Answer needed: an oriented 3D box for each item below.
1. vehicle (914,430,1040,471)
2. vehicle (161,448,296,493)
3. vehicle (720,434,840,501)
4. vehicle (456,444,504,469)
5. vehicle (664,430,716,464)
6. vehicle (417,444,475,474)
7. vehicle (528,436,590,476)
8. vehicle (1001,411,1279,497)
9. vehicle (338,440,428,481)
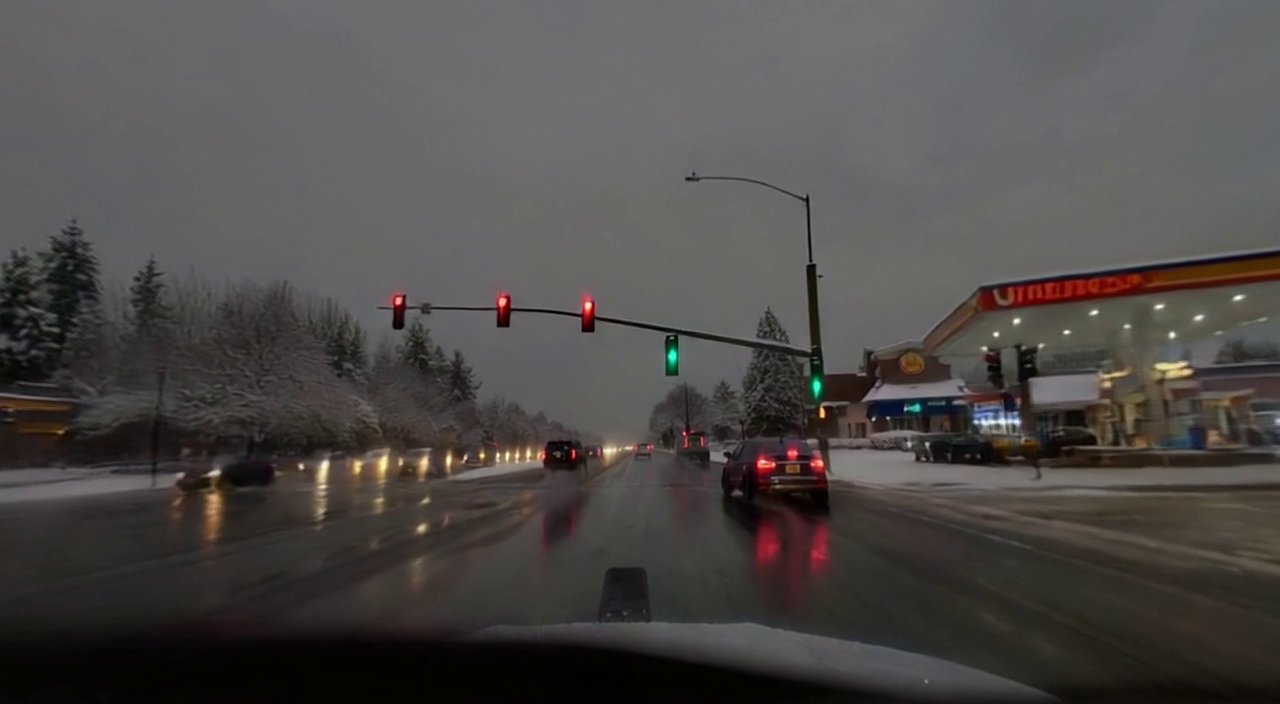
[{"bbox_3d":[17.375,5.078,33.091,2.766,1.917,6.394,0,-7,-4],"label":"vehicle"},{"bbox_3d":[-15.373,4.423,23.902,1.933,1.472,4.500,0,-9,2],"label":"vehicle"},{"bbox_3d":[3.512,3.005,16.835,2.095,1.475,4.686,1,-9,-1],"label":"vehicle"},{"bbox_3d":[-11.093,7.252,44.030,2.004,1.509,4.932,-1,-6,1],"label":"vehicle"},{"bbox_3d":[3.469,6.846,45.467,3.245,2.199,6.295,1,-9,0],"label":"vehicle"},{"bbox_3d":[-11.165,6.155,36.601,1.909,1.467,4.522,-1,-6,0],"label":"vehicle"},{"bbox_3d":[-3.718,4.880,29.812,2.250,1.713,4.422,1,-9,1],"label":"vehicle"},{"bbox_3d":[12.389,2.542,15.851,5.156,1.917,2.308,0,-9,2],"label":"vehicle"},{"bbox_3d":[-11.473,4.856,28.555,2.091,1.644,4.645,1,-9,1],"label":"vehicle"}]
